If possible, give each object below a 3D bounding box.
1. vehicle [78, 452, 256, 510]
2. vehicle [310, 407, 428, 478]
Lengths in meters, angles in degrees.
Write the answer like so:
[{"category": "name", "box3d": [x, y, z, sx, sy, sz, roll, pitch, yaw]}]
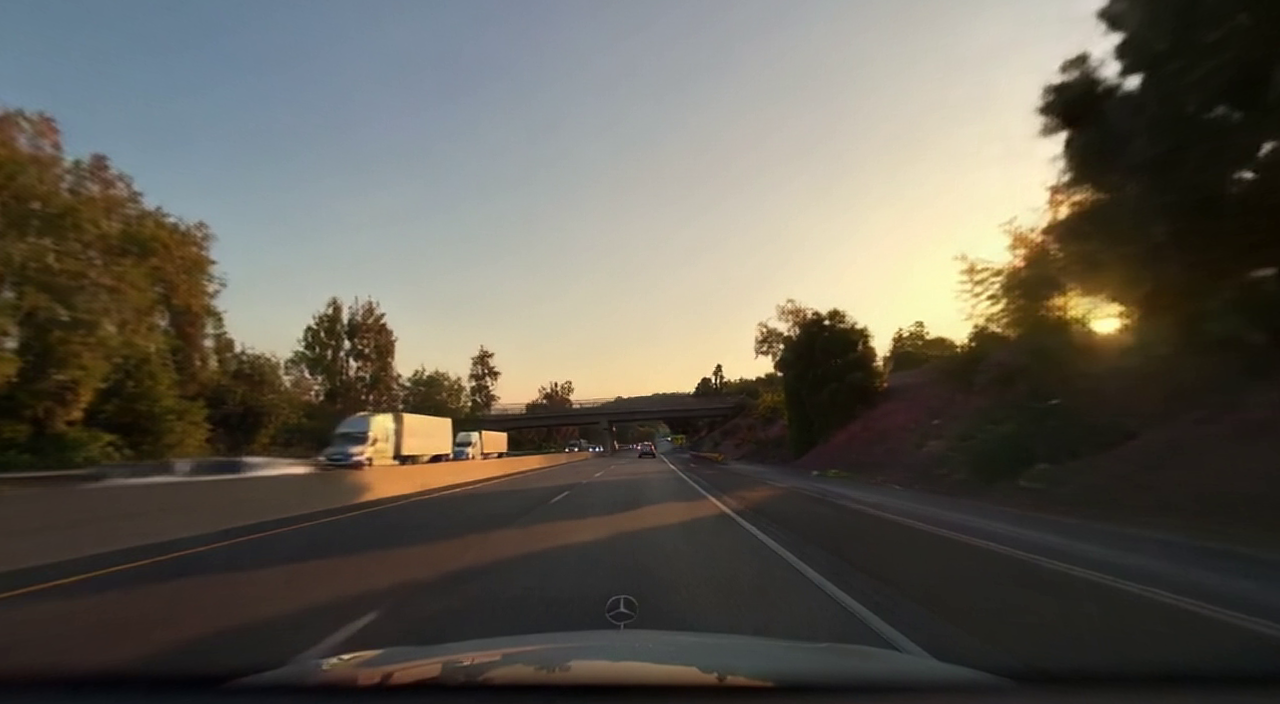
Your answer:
[{"category": "vehicle", "box3d": [-13.803, 3.737, 18.814, 1.864, 1.489, 4.284, 0, -9, 2]}, {"category": "vehicle", "box3d": [-17.174, 5.943, 41.173, 2.933, 4.014, 10.307, 0, -9, 1]}]
